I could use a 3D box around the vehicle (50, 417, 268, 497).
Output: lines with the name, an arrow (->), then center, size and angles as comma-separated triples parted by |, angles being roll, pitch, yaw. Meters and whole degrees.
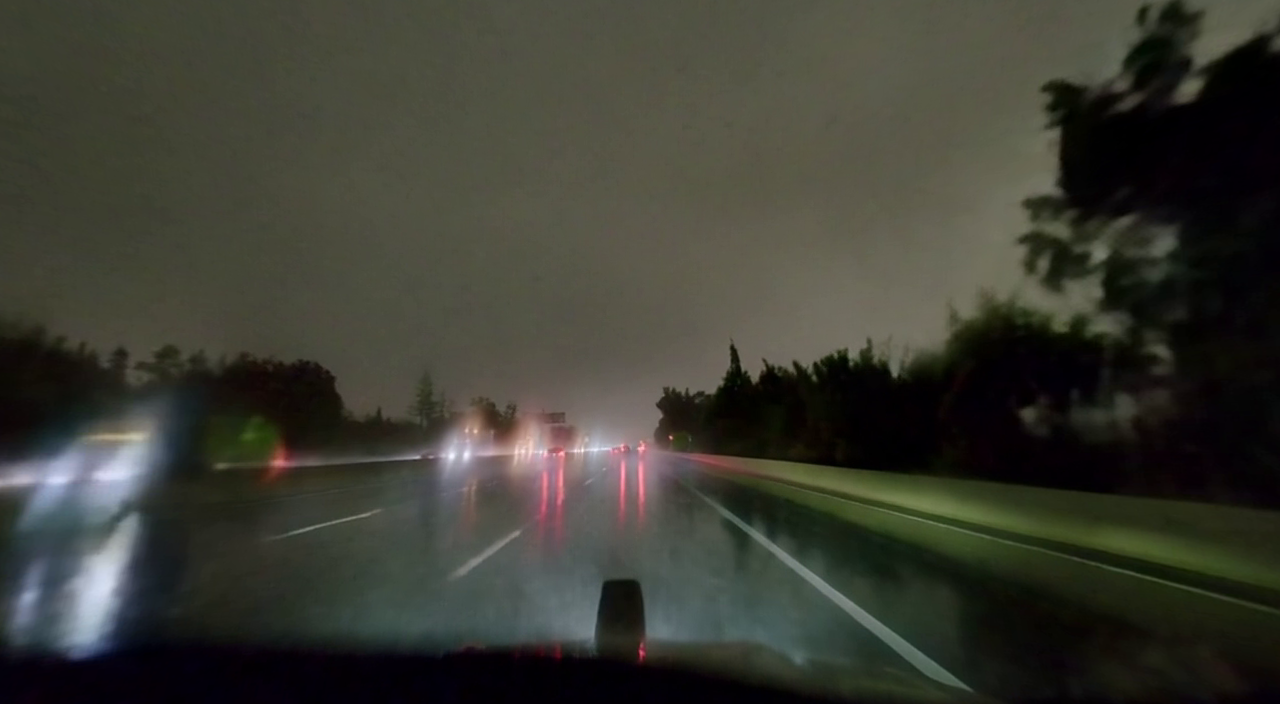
vehicle -> -19.420, 4.336, 26.425 | 2.726, 2.788, 8.084 | 0, -9, 0
